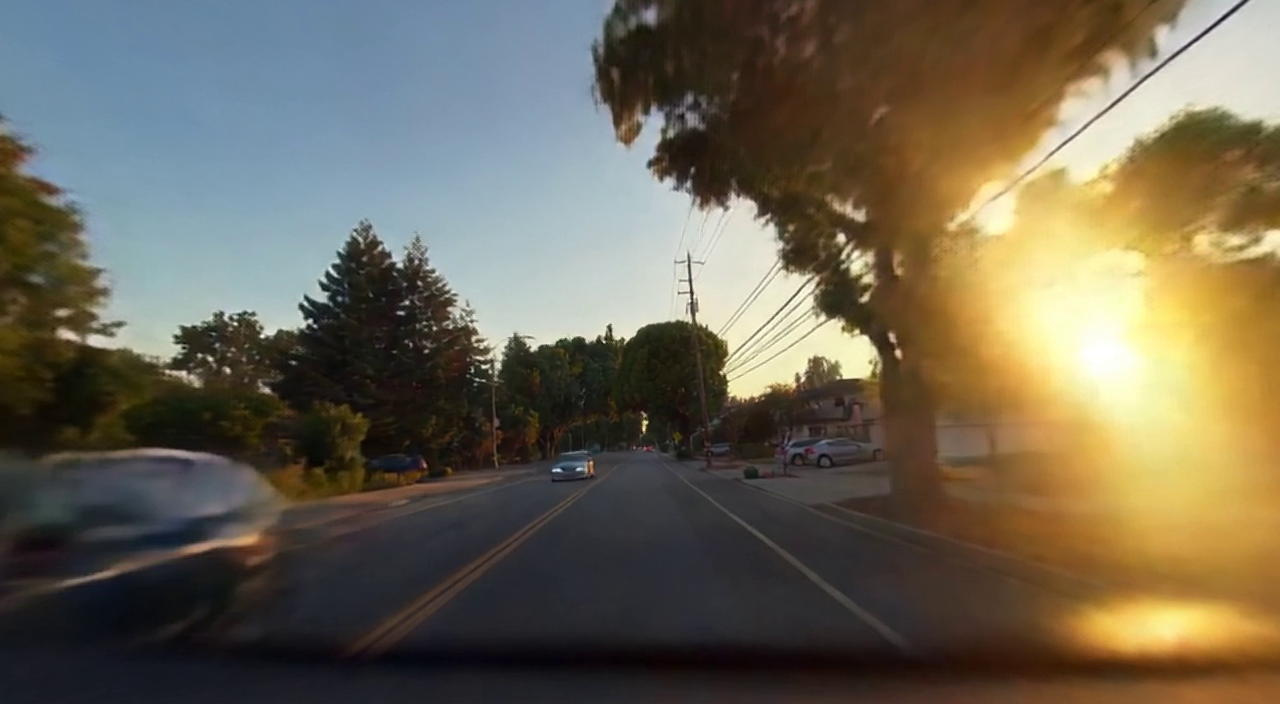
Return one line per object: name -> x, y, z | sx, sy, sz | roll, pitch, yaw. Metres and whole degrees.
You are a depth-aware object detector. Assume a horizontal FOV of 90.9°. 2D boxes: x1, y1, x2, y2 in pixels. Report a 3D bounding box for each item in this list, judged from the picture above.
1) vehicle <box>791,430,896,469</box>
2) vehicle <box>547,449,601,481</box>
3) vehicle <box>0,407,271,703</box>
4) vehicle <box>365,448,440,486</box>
vehicle -> 10.401, 5.012, 32.510 | 4.626, 1.731, 2.007 | -3, -8, -1
vehicle -> -3.016, 5.248, 29.595 | 1.968, 1.394, 3.890 | 0, -9, 2
vehicle -> -3.785, 0.987, 2.358 | 2.102, 1.524, 4.387 | -2, -9, 1
vehicle -> -13.080, 6.303, 35.033 | 2.053, 1.906, 4.889 | -1, -9, 3
